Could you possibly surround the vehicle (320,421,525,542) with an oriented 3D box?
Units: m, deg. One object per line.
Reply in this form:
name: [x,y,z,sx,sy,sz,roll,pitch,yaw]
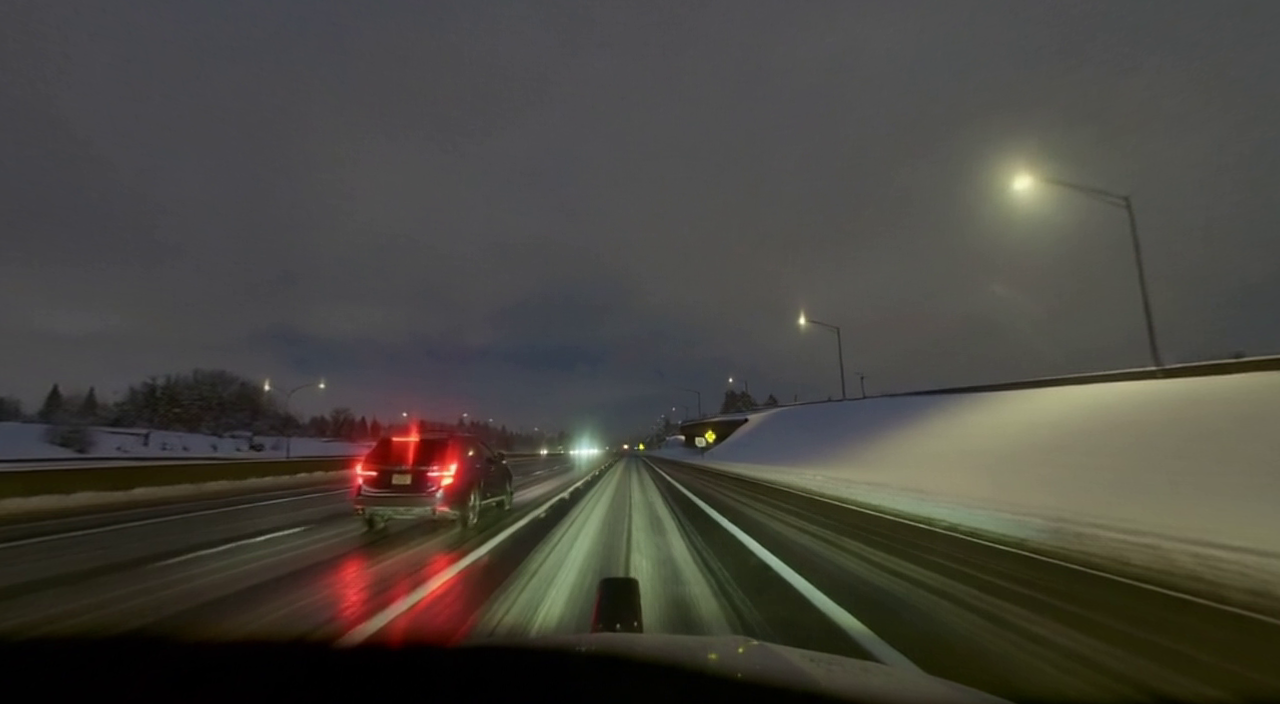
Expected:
vehicle: [-3.498,2.167,11.226,2.178,1.699,4.321,0,-8,-2]
